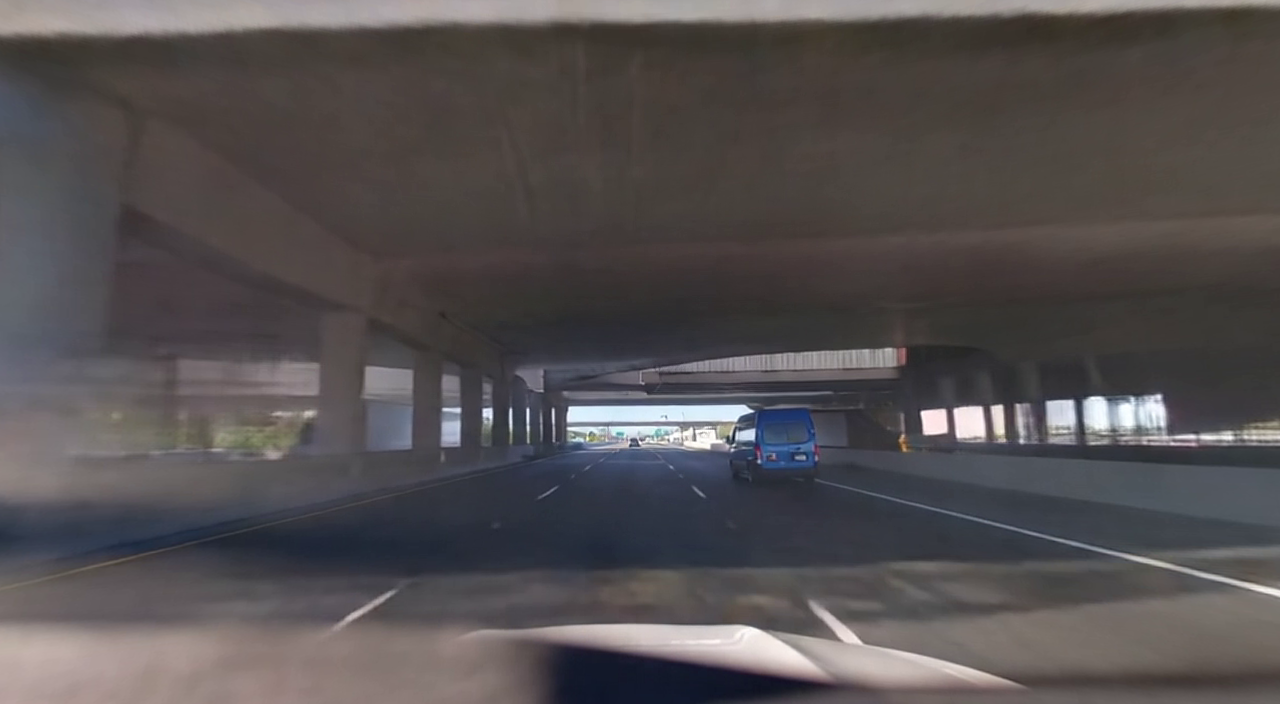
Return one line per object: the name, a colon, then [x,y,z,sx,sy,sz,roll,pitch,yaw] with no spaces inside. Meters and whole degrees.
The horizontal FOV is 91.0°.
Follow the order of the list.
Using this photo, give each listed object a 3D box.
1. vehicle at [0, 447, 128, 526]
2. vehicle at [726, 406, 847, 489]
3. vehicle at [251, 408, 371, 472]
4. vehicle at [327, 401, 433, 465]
vehicle: [-13.743,2.845,13.526,1.890,1.523,4.262,-1,-8,0]
vehicle: [3.913,2.673,17.817,2.161,2.002,4.631,0,-8,-2]
vehicle: [-22.266,6.053,43.521,3.030,3.882,10.014,0,-8,-2]
vehicle: [-17.489,5.625,43.424,3.018,3.854,10.404,0,-8,-1]
